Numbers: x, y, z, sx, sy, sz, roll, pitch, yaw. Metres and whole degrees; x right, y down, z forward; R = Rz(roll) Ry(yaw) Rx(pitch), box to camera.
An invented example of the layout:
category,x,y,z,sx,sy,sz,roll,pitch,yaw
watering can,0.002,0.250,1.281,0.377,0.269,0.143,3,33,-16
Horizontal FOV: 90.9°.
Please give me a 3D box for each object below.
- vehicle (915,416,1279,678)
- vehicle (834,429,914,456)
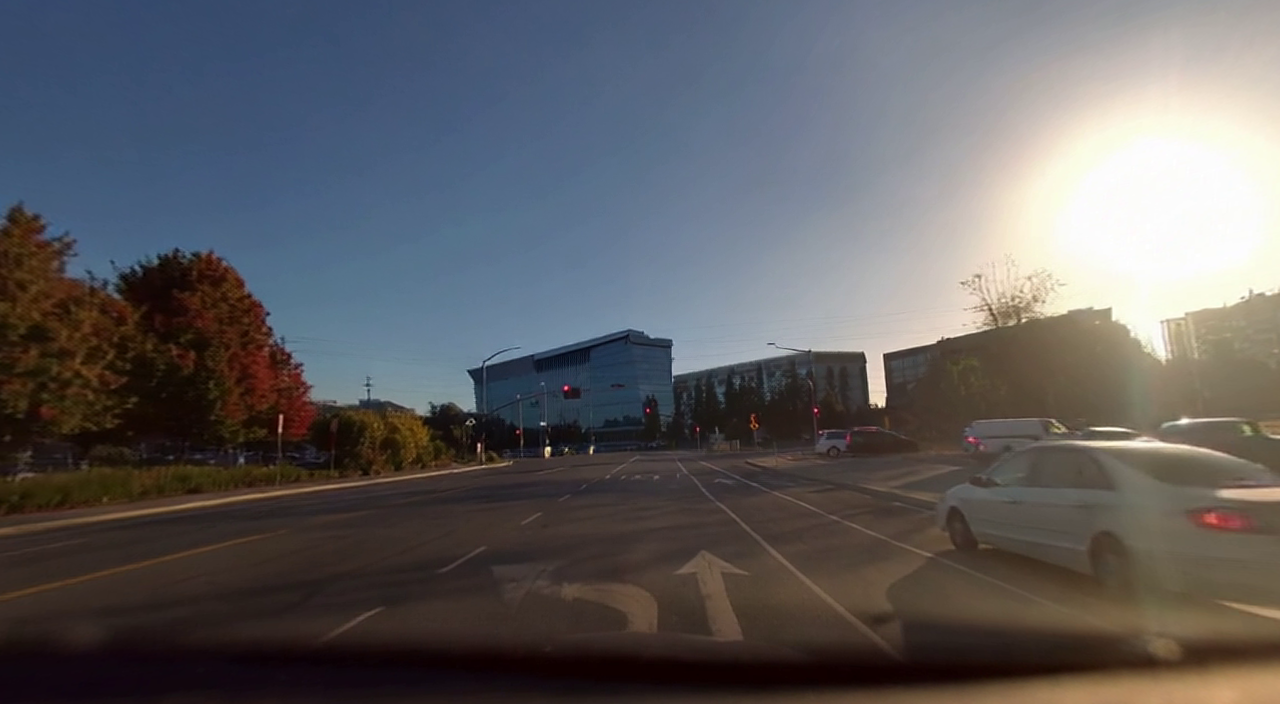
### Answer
category,x,y,z,sx,sy,sz,roll,pitch,yaw
vehicle,4.581,1.425,5.885,2.006,1.448,4.671,0,-8,1
vehicle,14.416,5.605,39.039,4.167,1.476,1.871,-2,-8,1
